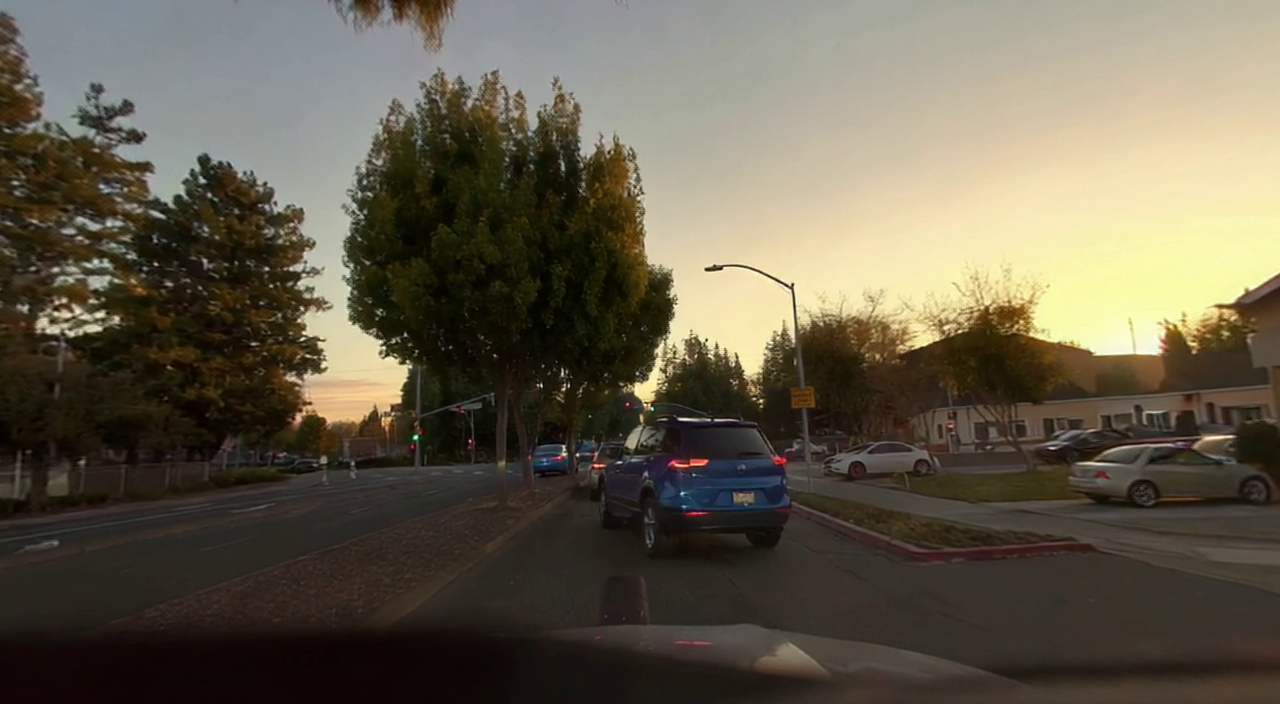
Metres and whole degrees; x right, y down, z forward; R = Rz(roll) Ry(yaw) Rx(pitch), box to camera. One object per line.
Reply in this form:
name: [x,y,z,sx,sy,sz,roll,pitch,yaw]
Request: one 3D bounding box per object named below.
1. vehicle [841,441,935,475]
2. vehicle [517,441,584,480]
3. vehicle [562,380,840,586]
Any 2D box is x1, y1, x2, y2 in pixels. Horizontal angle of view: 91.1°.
vehicle: [12.119,5.181,30.806,3.811,1.557,1.800,1,-9,-10]
vehicle: [-3.630,4.487,26.204,2.026,1.466,4.282,0,-8,2]
vehicle: [0.399,1.616,8.560,2.052,1.955,4.642,3,-9,-17]
